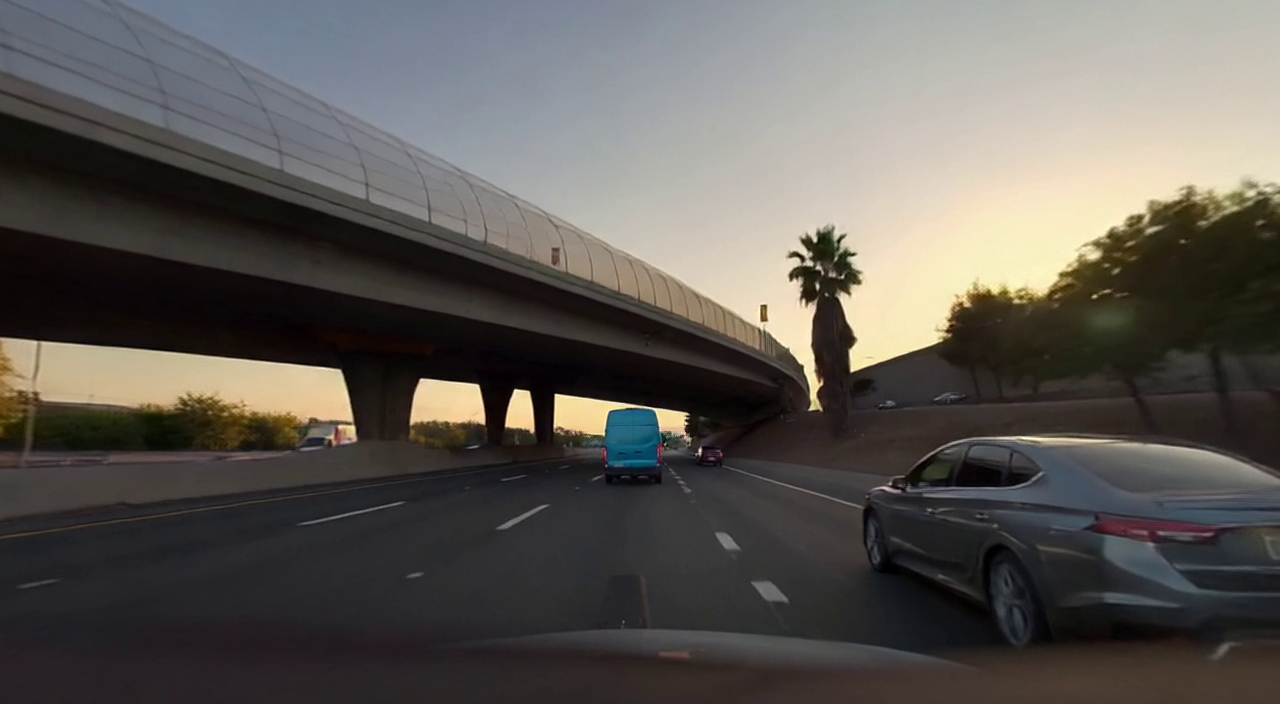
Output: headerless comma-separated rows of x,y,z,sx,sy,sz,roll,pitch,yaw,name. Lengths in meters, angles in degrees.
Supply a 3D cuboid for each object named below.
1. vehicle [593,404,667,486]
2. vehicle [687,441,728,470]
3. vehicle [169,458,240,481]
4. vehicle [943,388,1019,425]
-0.215,3.590,24.274,2.476,2.776,5.598,-1,-9,3,vehicle
4.013,6.236,37.923,1.987,1.648,3.984,0,-9,0,vehicle
-32.213,8.701,46.592,1.799,1.526,4.757,0,-9,1,vehicle
24.090,3.963,44.669,2.445,2.240,5.659,-2,-8,3,vehicle
